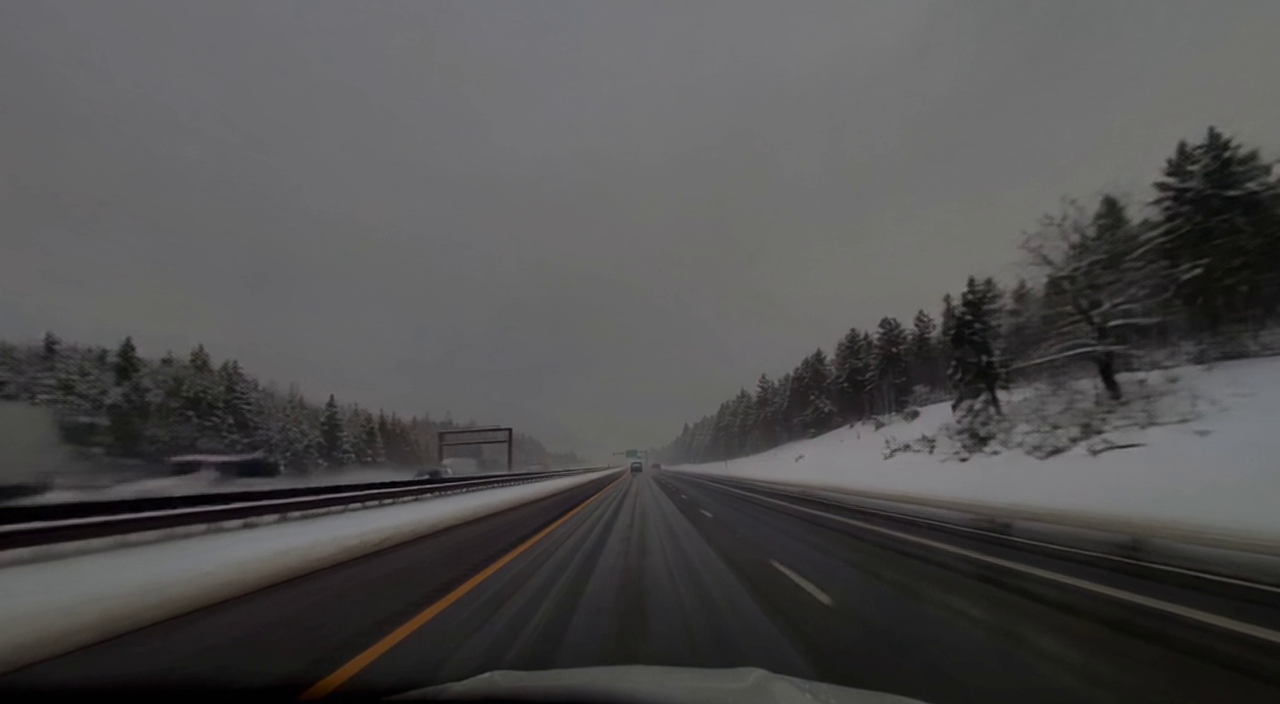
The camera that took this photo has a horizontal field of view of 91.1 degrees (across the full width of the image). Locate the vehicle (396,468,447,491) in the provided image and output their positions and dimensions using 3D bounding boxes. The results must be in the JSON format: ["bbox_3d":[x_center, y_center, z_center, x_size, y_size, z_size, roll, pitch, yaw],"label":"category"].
[{"bbox_3d":[-16.370,9.531,47.301,2.037,1.590,4.871,1,-10,1],"label":"vehicle"}]

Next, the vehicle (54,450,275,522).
[{"bbox_3d":[-12.594,3.581,17.188,2.296,1.635,4.726,1,-10,0],"label":"vehicle"}]
